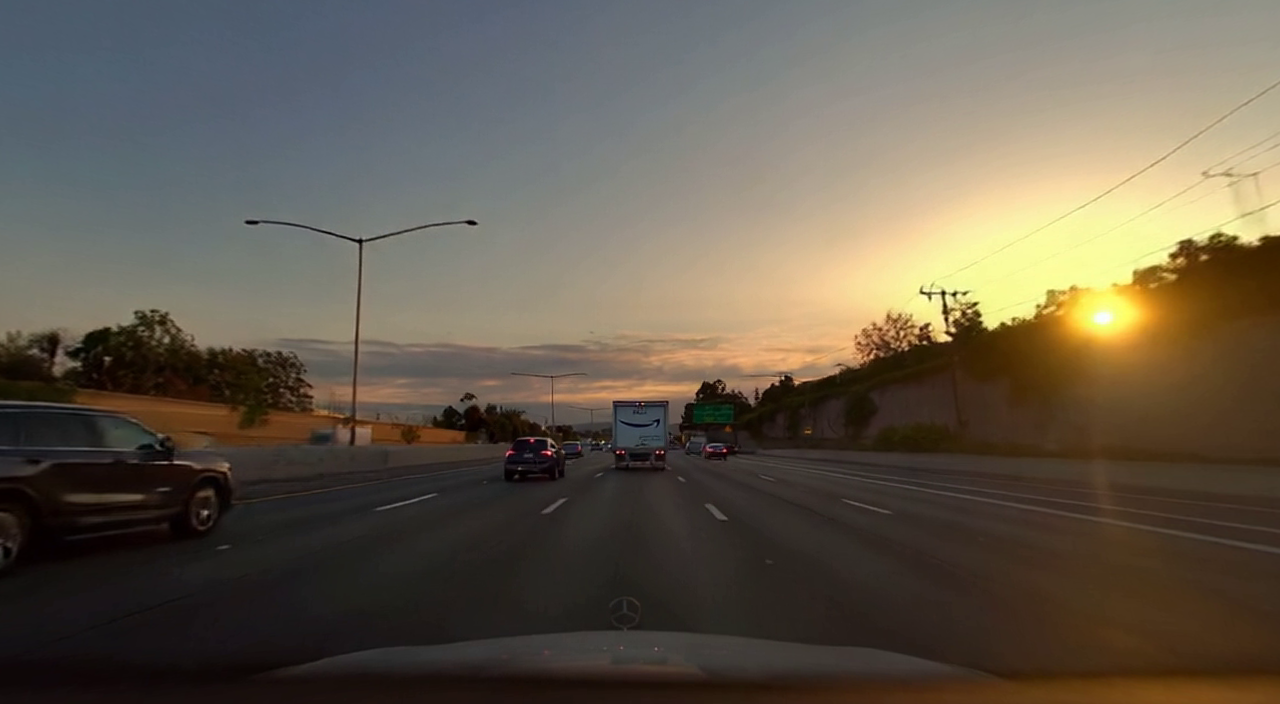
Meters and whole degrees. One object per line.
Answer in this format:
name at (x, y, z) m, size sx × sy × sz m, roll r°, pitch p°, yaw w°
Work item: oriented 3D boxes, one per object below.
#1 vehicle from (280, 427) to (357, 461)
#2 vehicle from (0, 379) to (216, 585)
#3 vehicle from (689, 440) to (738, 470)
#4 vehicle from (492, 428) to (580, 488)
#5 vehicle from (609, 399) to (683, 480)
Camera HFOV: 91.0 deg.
vehicle at (-19.265, 5.568, 38.038) m, size 2.085 × 1.894 × 4.592 m, roll 0°, pitch -8°, yaw 1°
vehicle at (-6.870, 1.214, 5.984) m, size 2.101 × 1.858 × 5.071 m, roll 0°, pitch -8°, yaw 0°
vehicle at (3.817, 5.451, 33.547) m, size 1.970 × 1.499 × 4.491 m, roll 1°, pitch -8°, yaw -2°
vehicle at (-3.237, 3.402, 20.463) m, size 2.095 × 1.688 × 4.188 m, roll 0°, pitch -9°, yaw 0°
vehicle at (0.205, 3.409, 24.348) m, size 2.456 × 2.705 × 6.251 m, roll 0°, pitch -9°, yaw 0°
